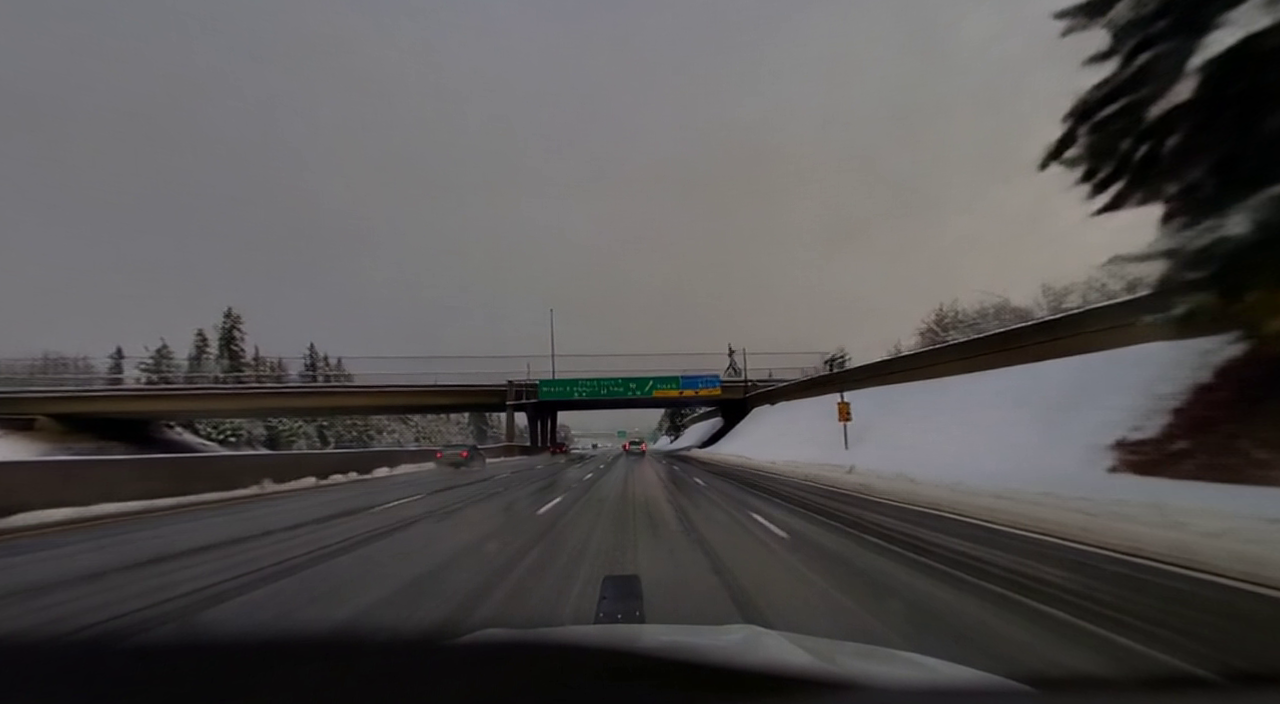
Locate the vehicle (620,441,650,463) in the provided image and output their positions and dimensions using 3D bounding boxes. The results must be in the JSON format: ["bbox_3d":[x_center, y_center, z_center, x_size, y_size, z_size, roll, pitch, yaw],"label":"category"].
[{"bbox_3d":[-0.391,7.358,46.679,2.086,1.472,4.168,0,-8,-1],"label":"vehicle"}]

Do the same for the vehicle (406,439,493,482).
[{"bbox_3d":[-7.347,4.213,24.939,1.994,1.487,4.605,0,-8,0],"label":"vehicle"}]

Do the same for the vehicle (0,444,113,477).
[{"bbox_3d":[-32.481,5.985,35.385,2.015,1.697,4.576,0,-8,0],"label":"vehicle"}]
